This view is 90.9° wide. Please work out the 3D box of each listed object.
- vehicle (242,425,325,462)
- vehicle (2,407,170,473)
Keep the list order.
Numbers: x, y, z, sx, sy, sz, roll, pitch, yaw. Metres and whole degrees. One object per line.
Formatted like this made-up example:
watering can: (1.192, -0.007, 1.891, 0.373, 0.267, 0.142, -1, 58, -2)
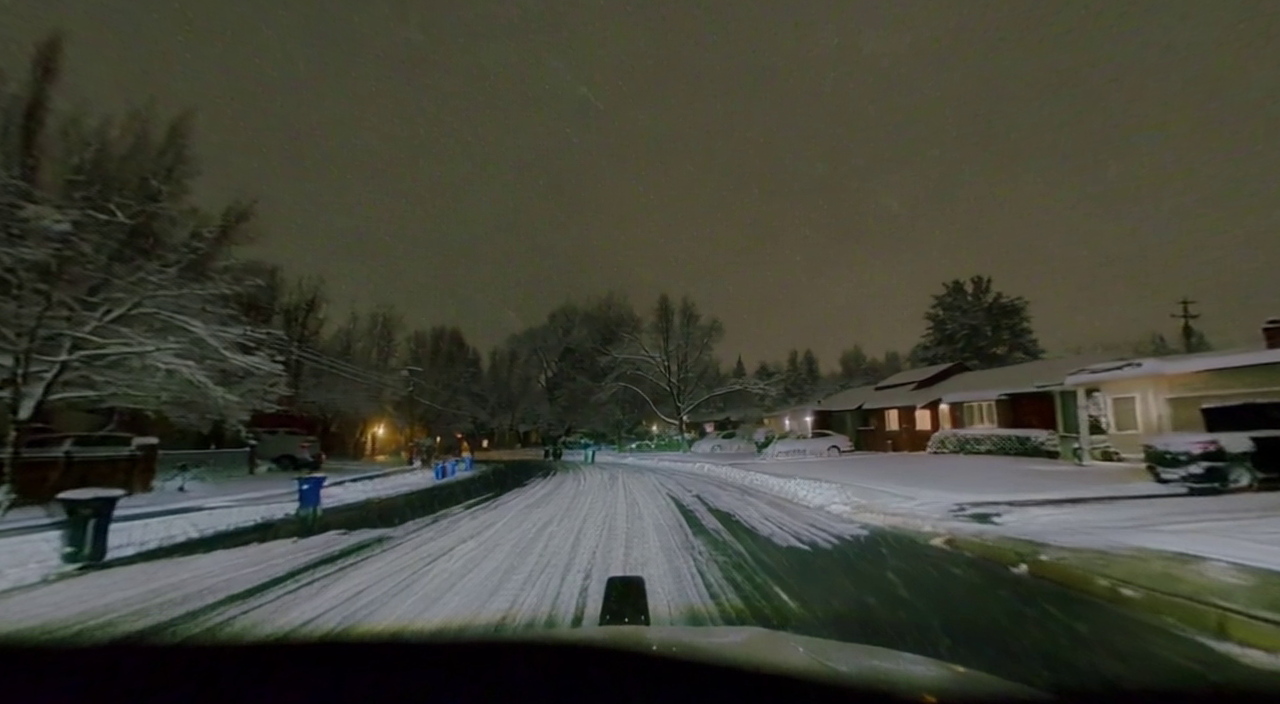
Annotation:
vehicle: (-20.060, 5.186, 35.801, 2.407, 1.912, 5.091, 1, -9, -9)
vehicle: (-18.011, 2.928, 20.847, 2.276, 1.948, 4.164, 2, -9, -12)
